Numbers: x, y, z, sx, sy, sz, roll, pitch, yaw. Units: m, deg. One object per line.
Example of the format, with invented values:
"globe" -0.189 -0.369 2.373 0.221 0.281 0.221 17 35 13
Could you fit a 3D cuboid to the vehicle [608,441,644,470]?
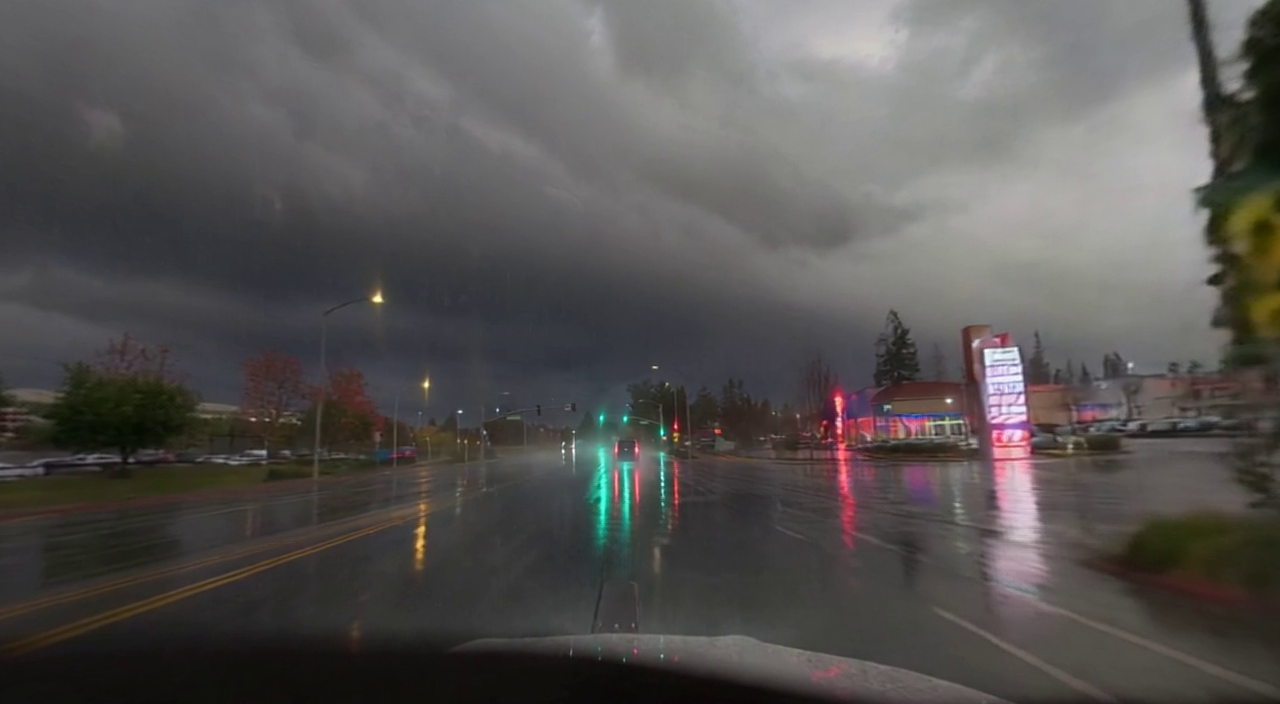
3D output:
"vehicle" -0.846 6.297 38.532 2.024 1.628 4.774 0 -9 -1
